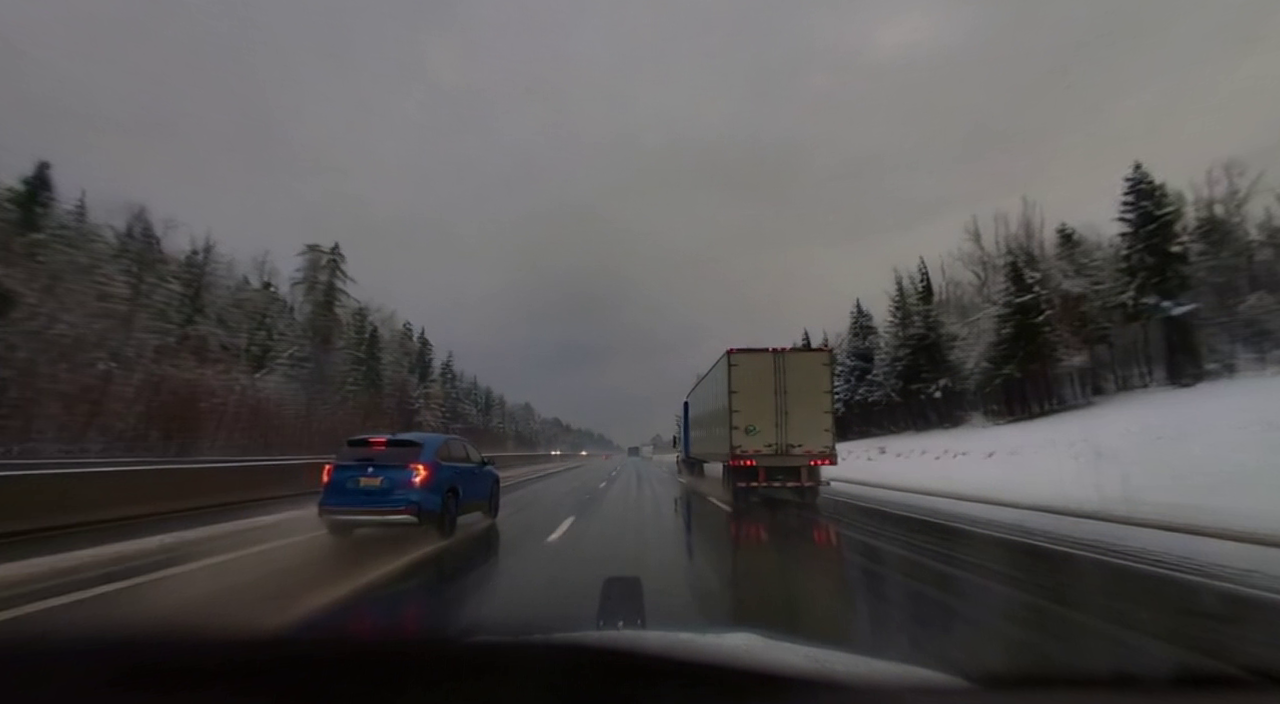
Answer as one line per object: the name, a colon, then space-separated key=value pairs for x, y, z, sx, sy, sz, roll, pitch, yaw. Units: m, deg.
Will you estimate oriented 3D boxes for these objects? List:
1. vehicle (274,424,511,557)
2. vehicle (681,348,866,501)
vehicle: x=-3.612 y=2.115 z=10.269 sx=2.115 sy=1.670 sz=4.261 roll=0 pitch=-9 yaw=0
vehicle: x=4.210 y=3.340 z=26.128 sx=3.532 sy=4.201 sz=17.611 roll=0 pitch=-9 yaw=-1
